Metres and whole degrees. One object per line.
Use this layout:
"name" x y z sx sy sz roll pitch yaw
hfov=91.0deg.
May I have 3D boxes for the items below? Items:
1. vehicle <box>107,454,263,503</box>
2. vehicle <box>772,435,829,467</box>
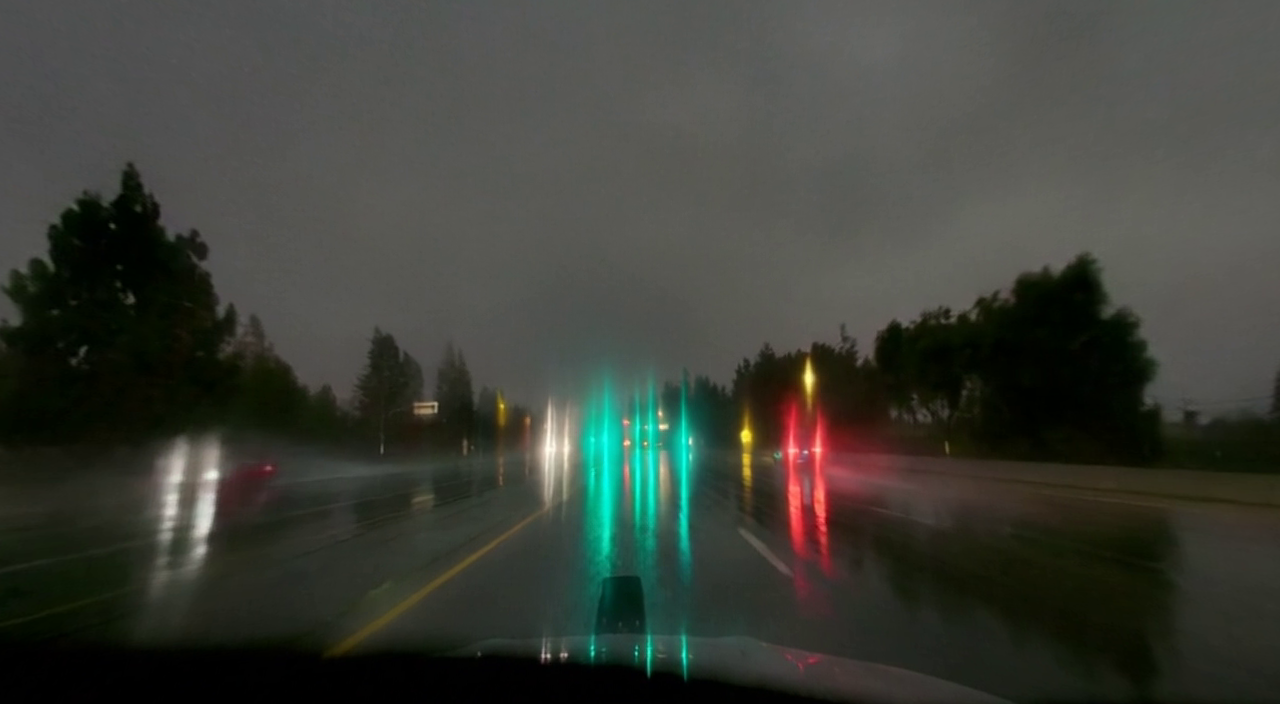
"vehicle" -15.576 4.321 21.956 1.972 1.473 4.632 0 -8 0
"vehicle" 9.652 6.003 38.324 2.170 1.830 4.720 0 -9 -1
